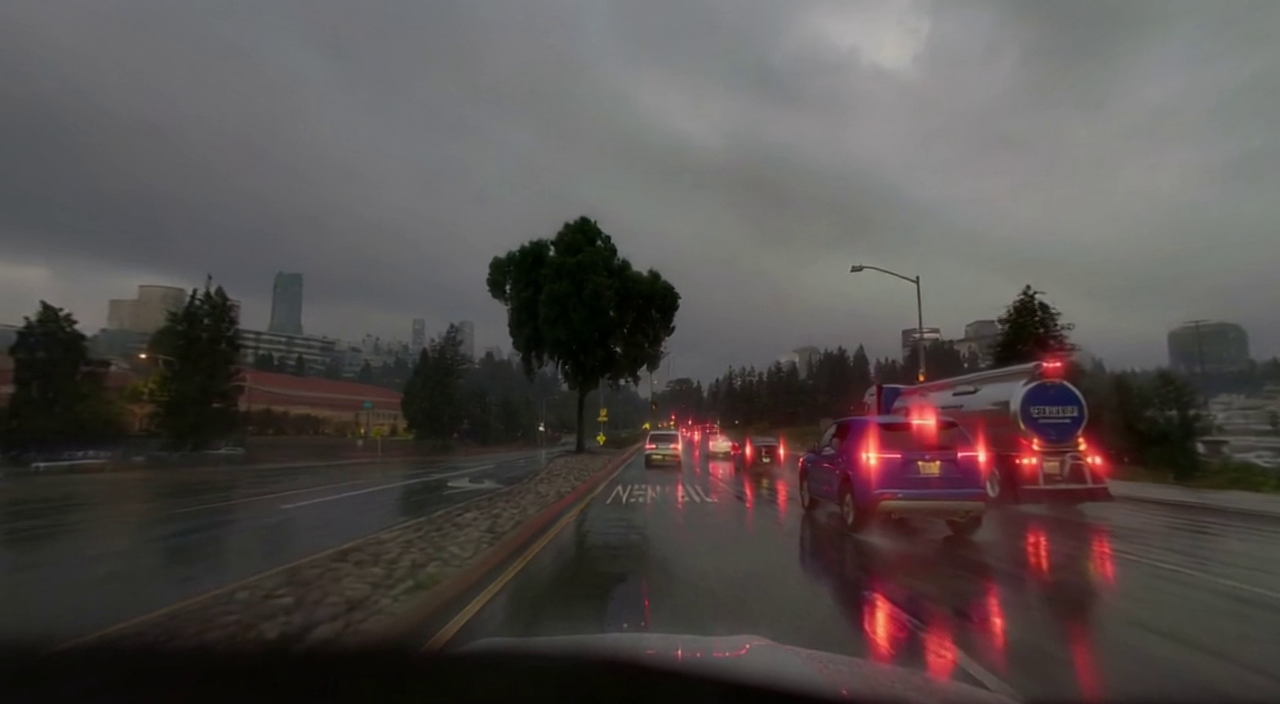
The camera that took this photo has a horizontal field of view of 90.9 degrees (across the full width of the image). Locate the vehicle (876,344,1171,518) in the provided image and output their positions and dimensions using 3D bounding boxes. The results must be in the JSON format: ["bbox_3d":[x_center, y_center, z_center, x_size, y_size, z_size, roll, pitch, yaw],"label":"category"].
[{"bbox_3d":[8.258,1.905,14.847,2.849,3.207,6.275,0,-8,-1],"label":"vehicle"}]

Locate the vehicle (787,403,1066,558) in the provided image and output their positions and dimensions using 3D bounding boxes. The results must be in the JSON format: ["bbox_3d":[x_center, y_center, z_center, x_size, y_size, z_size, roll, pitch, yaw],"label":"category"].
[{"bbox_3d":[3.750,1.779,9.410,2.045,1.729,4.532,0,-8,1],"label":"vehicle"}]

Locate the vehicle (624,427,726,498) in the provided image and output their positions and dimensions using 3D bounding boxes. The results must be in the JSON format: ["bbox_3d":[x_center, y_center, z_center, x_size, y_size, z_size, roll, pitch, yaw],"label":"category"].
[{"bbox_3d":[0.761,2.650,15.402,2.148,1.488,4.002,0,-8,1],"label":"vehicle"}]

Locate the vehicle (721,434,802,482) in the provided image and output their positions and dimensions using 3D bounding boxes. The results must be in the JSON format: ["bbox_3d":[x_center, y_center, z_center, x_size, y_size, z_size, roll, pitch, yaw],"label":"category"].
[{"bbox_3d":[4.000,3.571,21.483,1.917,1.475,4.081,0,-8,0],"label":"vehicle"}]
